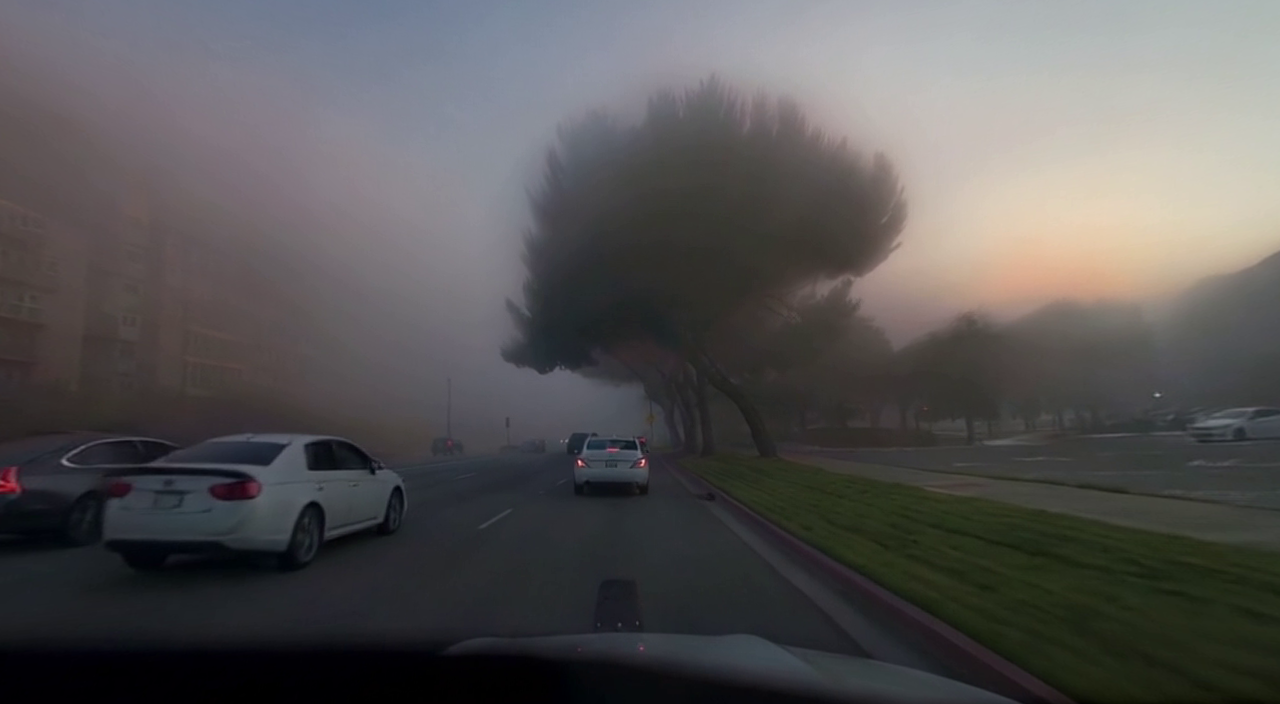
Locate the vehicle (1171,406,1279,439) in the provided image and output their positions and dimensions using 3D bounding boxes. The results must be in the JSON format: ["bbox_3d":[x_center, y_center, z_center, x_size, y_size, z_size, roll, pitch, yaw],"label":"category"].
[{"bbox_3d":[26.711,3.211,28.647,3.719,1.416,1.741,0,-9,-4],"label":"vehicle"}]

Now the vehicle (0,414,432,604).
[{"bbox_3d":[-4.249,1.611,7.466,2.032,1.515,4.641,0,-8,0],"label":"vehicle"}]

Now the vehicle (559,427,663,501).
[{"bbox_3d":[-0.622,2.589,14.981,2.099,1.469,4.389,0,-8,-1],"label":"vehicle"}]
